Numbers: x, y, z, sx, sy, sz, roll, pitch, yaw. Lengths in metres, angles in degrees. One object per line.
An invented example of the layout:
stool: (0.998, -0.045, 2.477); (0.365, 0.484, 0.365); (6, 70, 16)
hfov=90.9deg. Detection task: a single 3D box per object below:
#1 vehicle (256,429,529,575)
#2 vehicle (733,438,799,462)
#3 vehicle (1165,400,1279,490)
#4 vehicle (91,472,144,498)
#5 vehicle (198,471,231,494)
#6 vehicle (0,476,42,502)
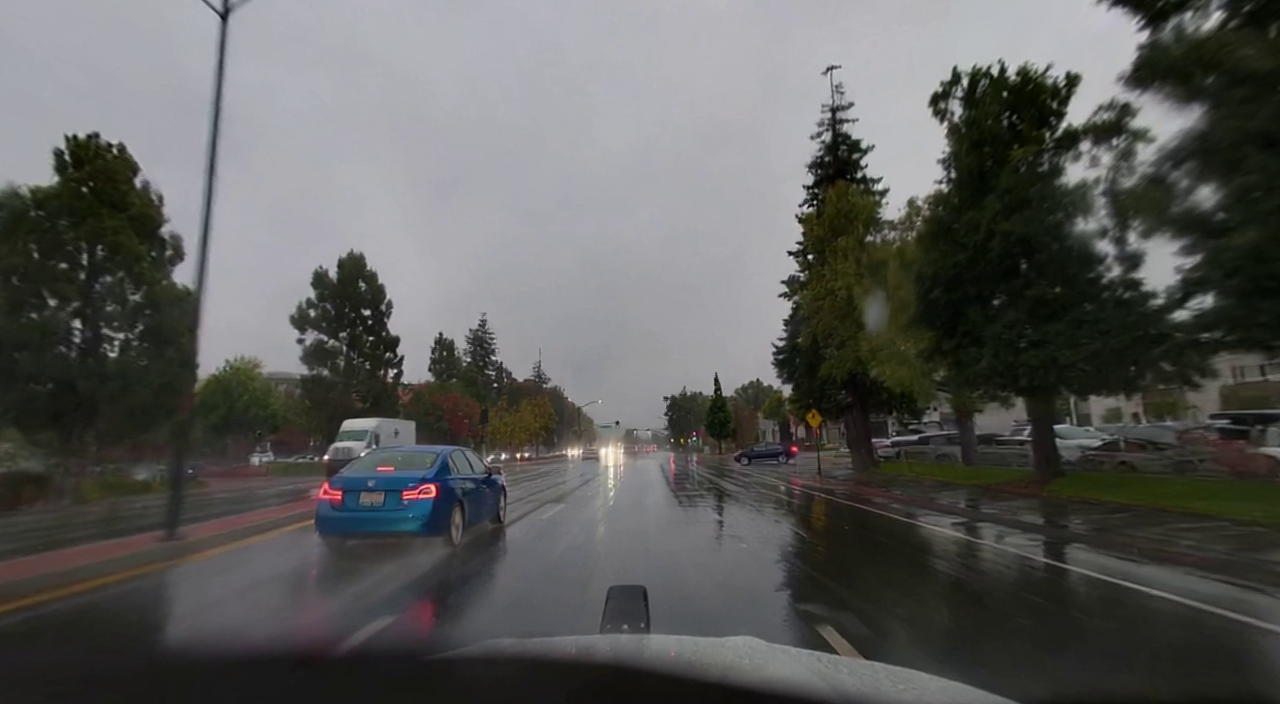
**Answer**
vehicle: (-2.950, 1.884, 8.764); (1.924, 1.480, 4.421); (0, -9, 1)
vehicle: (9.141, 7.108, 45.712); (4.511, 1.720, 2.131); (-2, -9, 11)
vehicle: (14.058, 1.894, 12.937); (4.571, 1.691, 2.156); (0, -8, -1)
vehicle: (-34.844, 8.855, 42.110); (1.922, 1.430, 3.479); (4, -9, -28)
vehicle: (-31.306, 9.592, 46.418); (1.784, 1.408, 3.985); (5, -10, -31)
vehicle: (-39.377, 8.589, 39.408); (1.868, 1.424, 4.662); (3, -12, -32)
